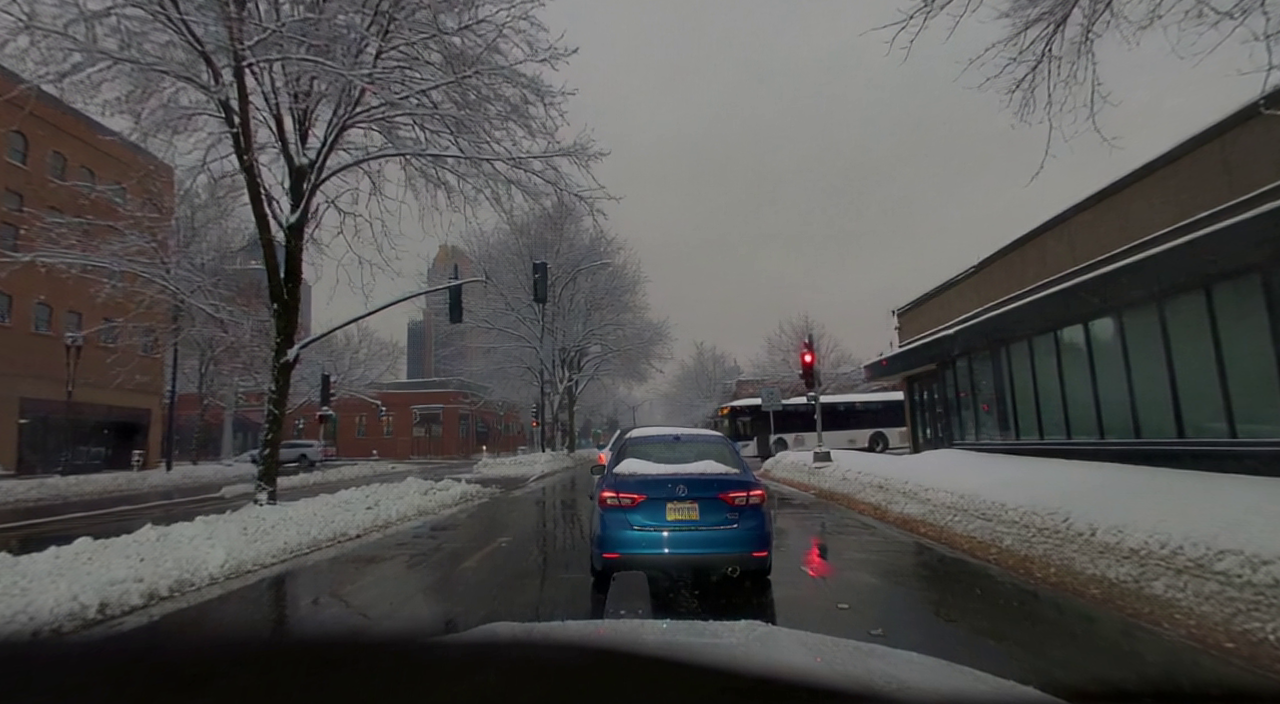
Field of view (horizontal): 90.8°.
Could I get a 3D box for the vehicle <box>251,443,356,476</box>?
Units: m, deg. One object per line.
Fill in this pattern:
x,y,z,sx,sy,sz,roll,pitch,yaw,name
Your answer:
-18.123,5.766,34.199,1.892,1.645,4.561,-7,-11,37,vehicle

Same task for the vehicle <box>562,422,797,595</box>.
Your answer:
0.375,1.628,7.389,2.006,1.470,3.799,0,-8,1,vehicle

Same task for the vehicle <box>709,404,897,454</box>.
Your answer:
12.483,6.023,49.295,13.811,3.706,2.997,0,-9,0,vehicle

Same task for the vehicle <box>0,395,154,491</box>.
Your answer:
-25.954,3.645,25.323,2.692,3.685,10.153,-3,-9,20,vehicle
